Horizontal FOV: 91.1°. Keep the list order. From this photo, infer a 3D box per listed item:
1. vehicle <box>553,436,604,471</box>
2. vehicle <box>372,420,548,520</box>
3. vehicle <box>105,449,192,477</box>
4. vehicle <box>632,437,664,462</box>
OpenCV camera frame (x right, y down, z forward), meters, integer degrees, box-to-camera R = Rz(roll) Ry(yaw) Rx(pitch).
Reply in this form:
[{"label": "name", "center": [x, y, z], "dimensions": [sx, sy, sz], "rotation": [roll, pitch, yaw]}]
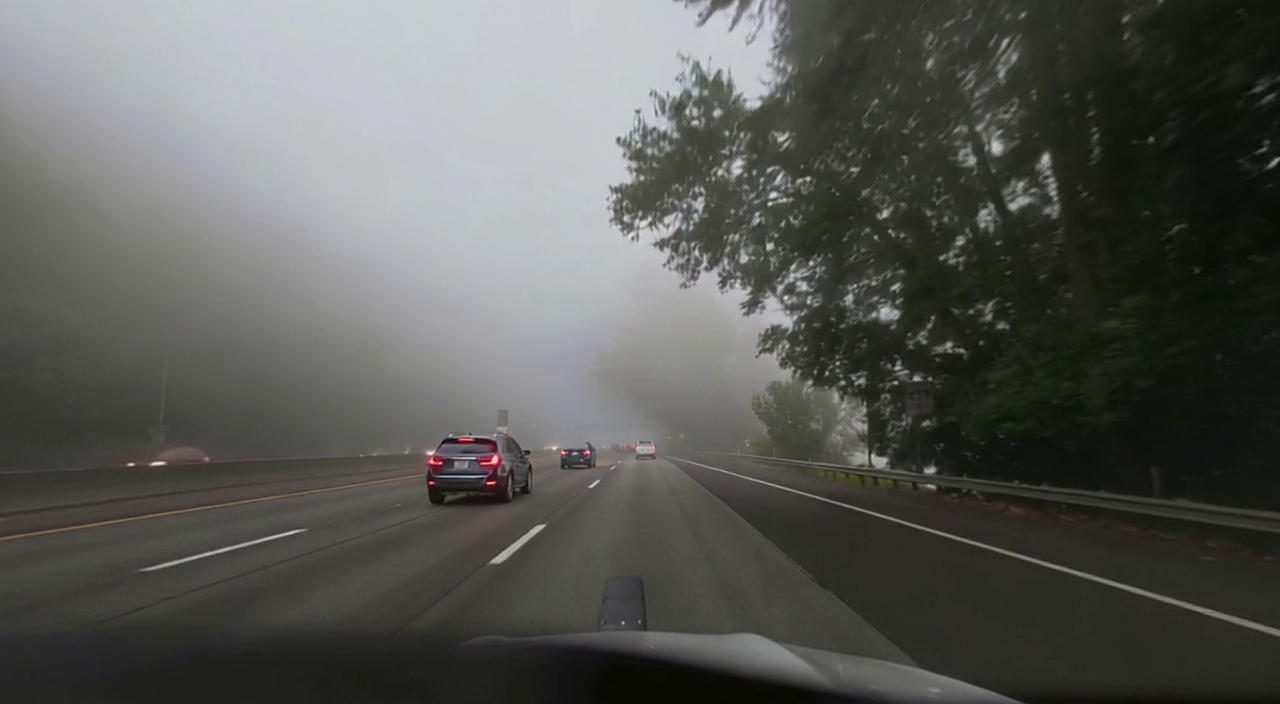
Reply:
[{"label": "vehicle", "center": [-3.026, 5.117, 31.874], "dimensions": [2.056, 1.679, 4.204], "rotation": [0, -8, 2]}, {"label": "vehicle", "center": [-3.422, 2.360, 13.198], "dimensions": [2.040, 1.672, 5.122], "rotation": [0, -8, 2]}, {"label": "vehicle", "center": [-31.825, 7.146, 40.791], "dimensions": [1.842, 1.681, 4.393], "rotation": [-1, -8, 4]}, {"label": "vehicle", "center": [0.601, 7.328, 47.467], "dimensions": [2.285, 1.797, 4.478], "rotation": [0, -8, 0]}]
